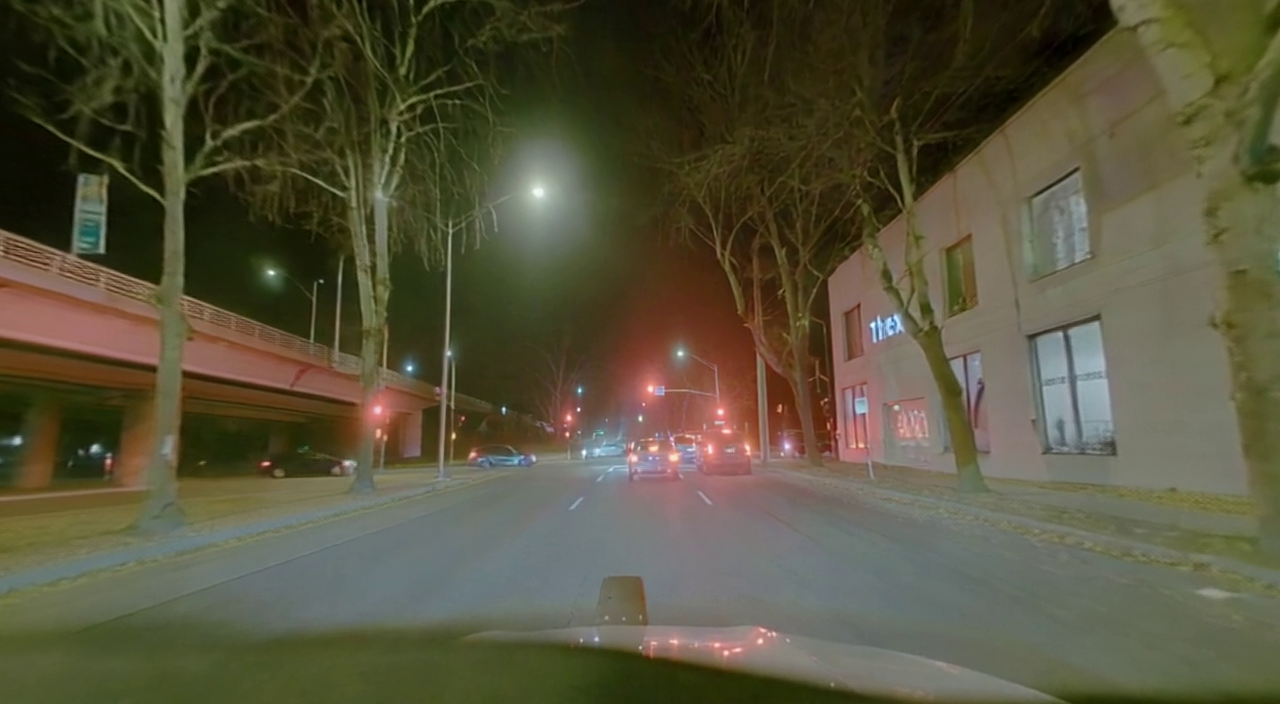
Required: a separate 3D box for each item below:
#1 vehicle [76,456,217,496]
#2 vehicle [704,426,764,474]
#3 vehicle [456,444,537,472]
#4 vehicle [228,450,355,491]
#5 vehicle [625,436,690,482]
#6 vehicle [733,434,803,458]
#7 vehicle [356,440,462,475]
[{"bbox_3d":[-21.021,5.239,27.053,1.873,1.462,4.283,-5,-10,30],"label":"vehicle"},{"bbox_3d":[4.222,4.488,29.019,2.080,1.999,4.379,0,-8,0],"label":"vehicle"},{"bbox_3d":[-8.413,6.222,37.192,1.860,1.543,4.302,-8,-11,43],"label":"vehicle"},{"bbox_3d":[-15.413,5.207,28.146,1.832,1.611,4.546,-6,-10,32],"label":"vehicle"},{"bbox_3d":[0.573,3.788,22.653,2.101,1.467,4.210,0,-8,0],"label":"vehicle"},{"bbox_3d":[9.532,7.014,47.163,4.698,1.736,1.945,2,-9,-14],"label":"vehicle"},{"bbox_3d":[-13.725,6.282,37.845,2.322,1.916,5.640,-6,-10,32],"label":"vehicle"}]
